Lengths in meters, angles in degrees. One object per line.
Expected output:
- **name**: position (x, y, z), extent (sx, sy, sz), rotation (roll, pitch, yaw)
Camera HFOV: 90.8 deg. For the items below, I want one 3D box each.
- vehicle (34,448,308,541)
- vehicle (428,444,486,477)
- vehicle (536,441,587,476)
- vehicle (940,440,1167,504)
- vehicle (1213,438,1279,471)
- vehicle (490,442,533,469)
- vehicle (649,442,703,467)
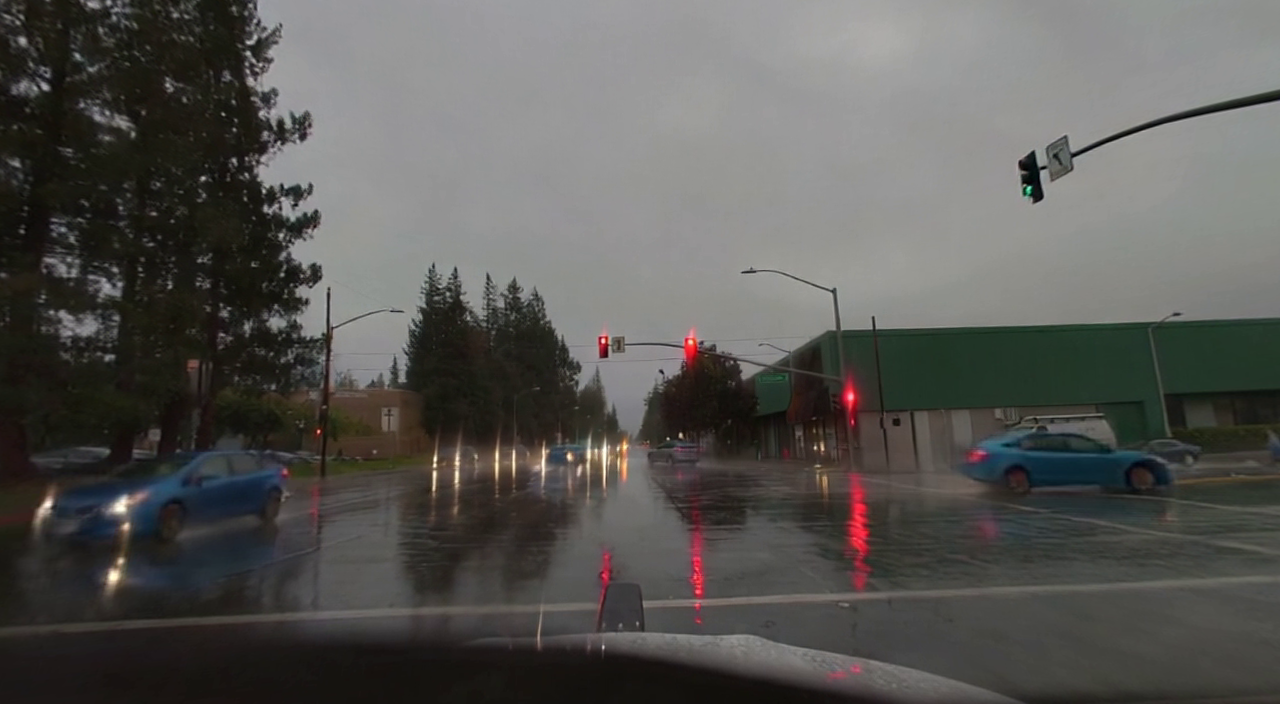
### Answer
- **vehicle**: position (-8.727, 2.633, 12.423), extent (2.024, 1.460, 4.381), rotation (0, -9, 0)
- **vehicle**: position (-8.777, 5.218, 30.676), extent (1.779, 1.460, 4.463), rotation (0, -9, -4)
- **vehicle**: position (-3.694, 4.872, 29.078), extent (1.935, 1.464, 4.562), rotation (2, -9, -12)
- **vehicle**: position (9.984, 2.917, 15.643), extent (4.228, 1.416, 1.846), rotation (-2, -9, 11)
- **vehicle**: position (33.960, 5.595, 34.582), extent (4.537, 1.665, 2.049), rotation (4, -9, -24)
- **vehicle**: position (-8.662, 7.006, 43.105), extent (2.087, 1.718, 4.700), rotation (0, -9, -2)
- **vehicle**: position (2.177, 6.478, 39.987), extent (1.919, 1.453, 4.828), rotation (2, -9, -16)
